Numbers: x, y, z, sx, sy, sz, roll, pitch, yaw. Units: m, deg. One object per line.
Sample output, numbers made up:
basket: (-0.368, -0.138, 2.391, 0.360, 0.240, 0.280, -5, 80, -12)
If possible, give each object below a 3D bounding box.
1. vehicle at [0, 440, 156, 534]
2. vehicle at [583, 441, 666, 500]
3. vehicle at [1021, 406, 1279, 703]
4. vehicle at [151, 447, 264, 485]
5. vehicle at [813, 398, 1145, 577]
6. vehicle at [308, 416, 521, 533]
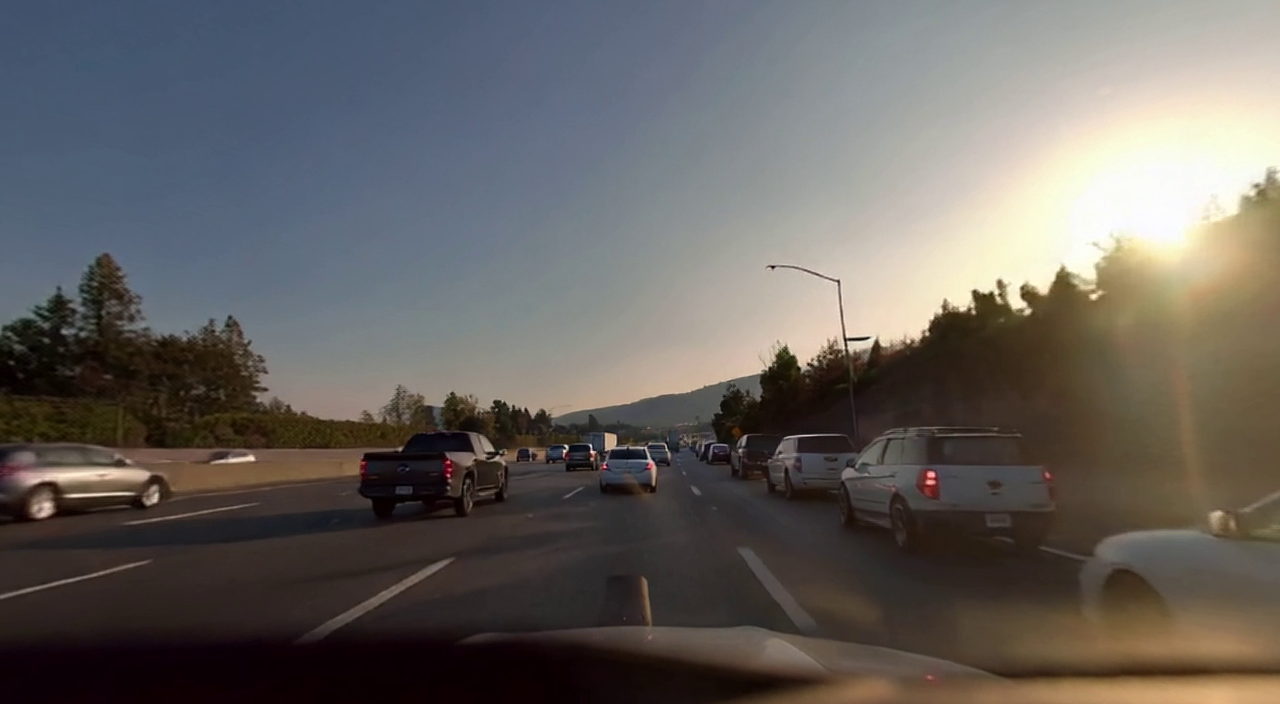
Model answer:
vehicle: (-11.285, 2.301, 10.986, 1.907, 1.508, 4.608, 0, -8, 2)
vehicle: (-0.353, 3.243, 17.736, 2.070, 1.456, 4.029, 0, -8, 1)
vehicle: (3.762, 0.923, 2.364, 1.940, 1.475, 4.328, 0, -8, 0)
vehicle: (-18.696, 4.909, 27.531, 1.813, 1.478, 4.228, 0, -8, 3)
vehicle: (4.030, 1.698, 8.693, 2.003, 1.778, 4.658, 0, -8, 1)
vehicle: (-4.040, 2.316, 12.651, 2.110, 1.811, 5.585, 0, -8, 1)
